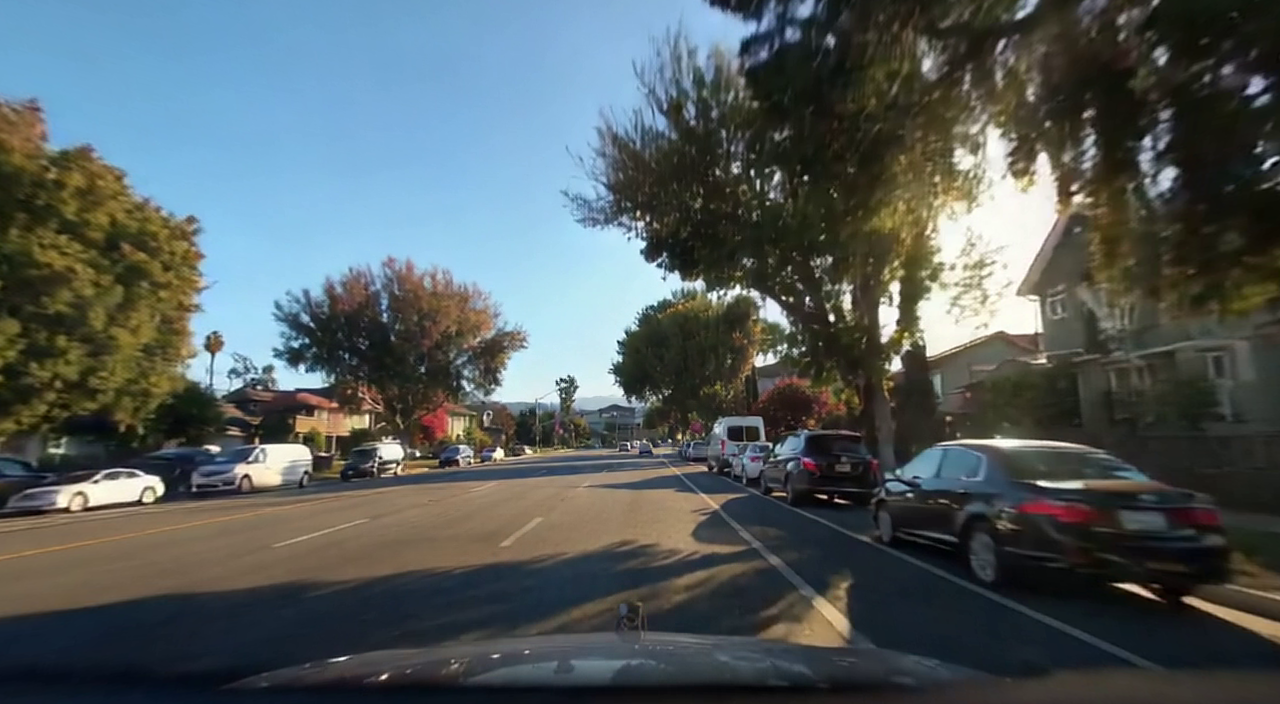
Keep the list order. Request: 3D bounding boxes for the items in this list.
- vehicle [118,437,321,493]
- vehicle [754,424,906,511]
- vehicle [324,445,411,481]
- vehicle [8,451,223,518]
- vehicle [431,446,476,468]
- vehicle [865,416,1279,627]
[{"bbox_3d":[-15.376,4.150,23.417,5.783,1.904,2.289,0,-8,-3],"label":"vehicle"},{"bbox_3d":[4.212,2.639,14.934,2.067,1.706,4.506,0,-8,-2],"label":"vehicle"},{"bbox_3d":[-13.682,5.554,32.105,2.045,1.636,5.214,-1,-8,1],"label":"vehicle"},{"bbox_3d":[-13.617,3.423,16.859,2.141,1.463,4.245,0,-8,-1],"label":"vehicle"},{"bbox_3d":[-13.798,7.745,46.966,1.923,1.535,4.862,0,-8,-1],"label":"vehicle"},{"bbox_3d":[4.258,1.551,6.828,1.862,1.515,4.233,0,-8,-3],"label":"vehicle"}]
